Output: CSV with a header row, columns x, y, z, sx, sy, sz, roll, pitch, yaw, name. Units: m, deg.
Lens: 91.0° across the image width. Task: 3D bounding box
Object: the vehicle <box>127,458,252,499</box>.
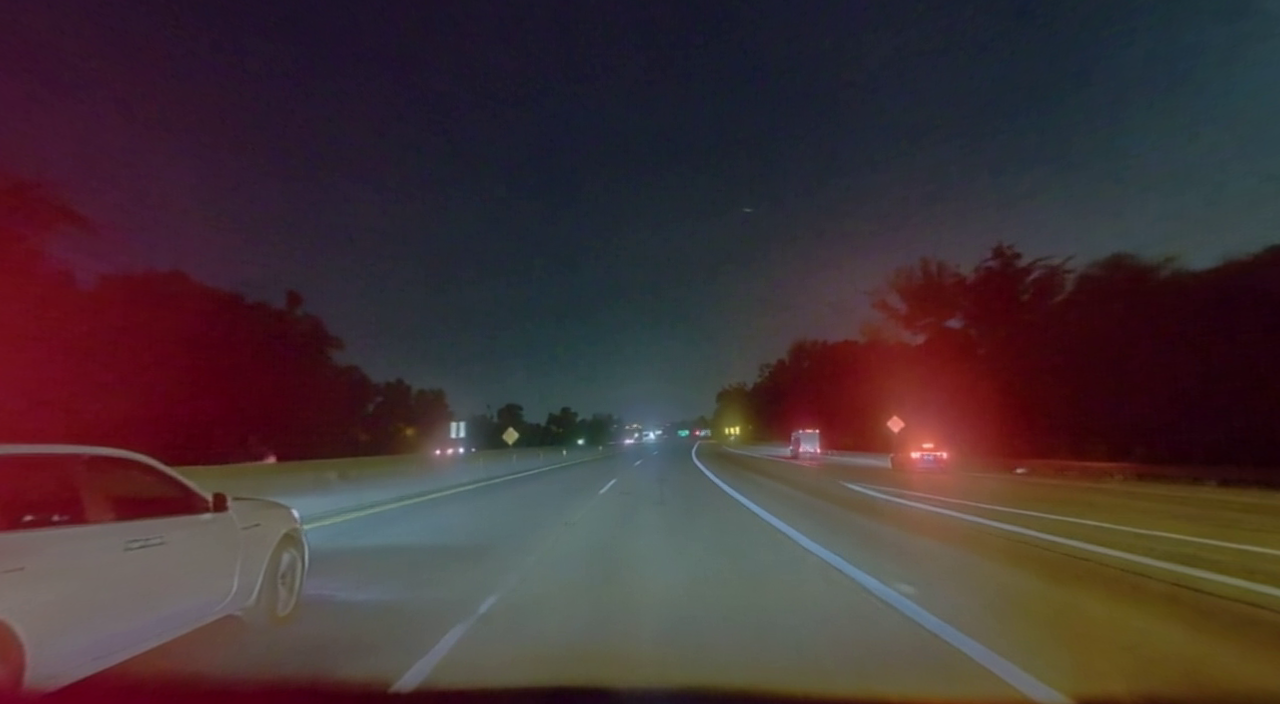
x,y,z,sx,sy,sz,roll,pitch,yaw,name
-15.787,4.428,22.318,1.651,1.224,3.682,-1,-8,1,vehicle
